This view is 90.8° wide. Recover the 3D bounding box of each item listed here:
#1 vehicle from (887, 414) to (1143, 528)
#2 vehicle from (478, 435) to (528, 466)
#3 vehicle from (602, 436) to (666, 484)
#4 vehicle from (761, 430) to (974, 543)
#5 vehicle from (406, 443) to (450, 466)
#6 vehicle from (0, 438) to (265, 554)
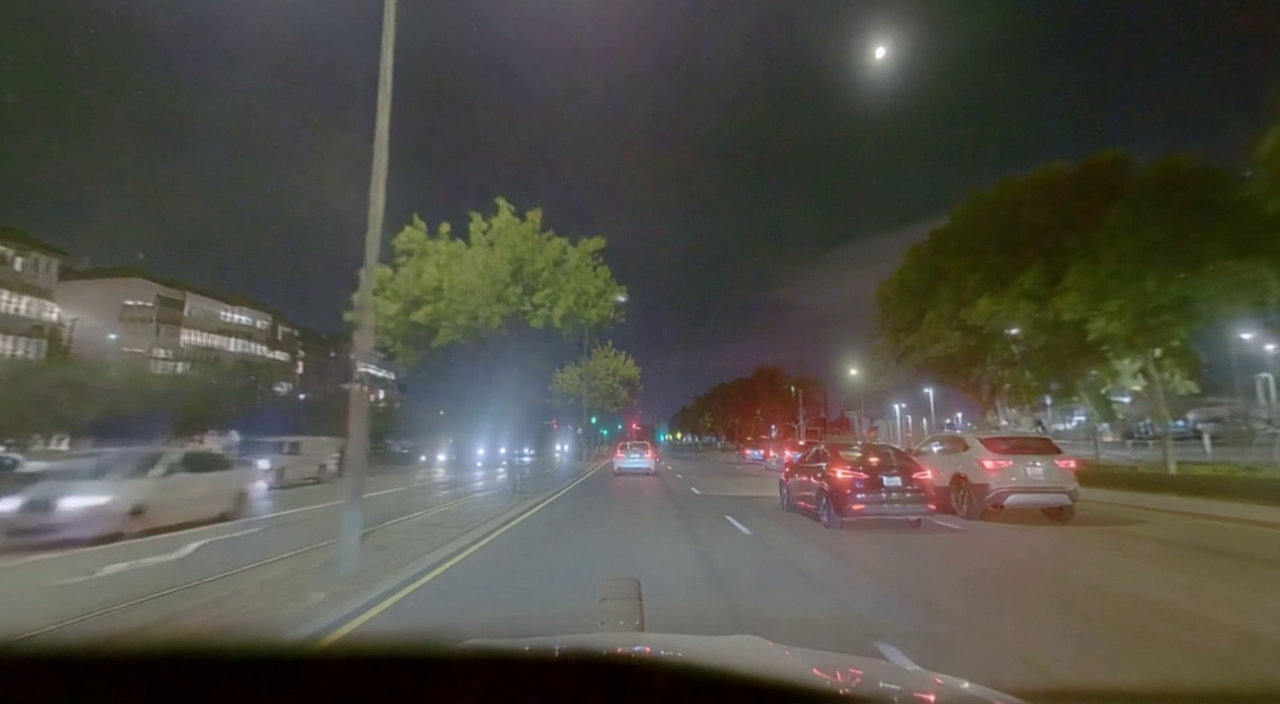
[{"bbox_3d":[6.938,2.245,12.503,2.134,1.810,4.590,0,-8,-1],"label":"vehicle"},{"bbox_3d":[-9.221,6.694,43.030,2.246,1.943,5.493,0,-8,0],"label":"vehicle"},{"bbox_3d":[-0.210,3.693,21.821,1.994,1.479,3.647,0,-8,-1],"label":"vehicle"},{"bbox_3d":[3.423,2.086,10.503,1.858,1.466,4.230,0,-8,-2],"label":"vehicle"},{"bbox_3d":[-16.519,8.027,49.501,1.903,1.675,4.547,0,-8,-1],"label":"vehicle"},{"bbox_3d":[-8.600,2.204,10.466,1.993,1.458,4.614,-1,-8,-1],"label":"vehicle"}]
